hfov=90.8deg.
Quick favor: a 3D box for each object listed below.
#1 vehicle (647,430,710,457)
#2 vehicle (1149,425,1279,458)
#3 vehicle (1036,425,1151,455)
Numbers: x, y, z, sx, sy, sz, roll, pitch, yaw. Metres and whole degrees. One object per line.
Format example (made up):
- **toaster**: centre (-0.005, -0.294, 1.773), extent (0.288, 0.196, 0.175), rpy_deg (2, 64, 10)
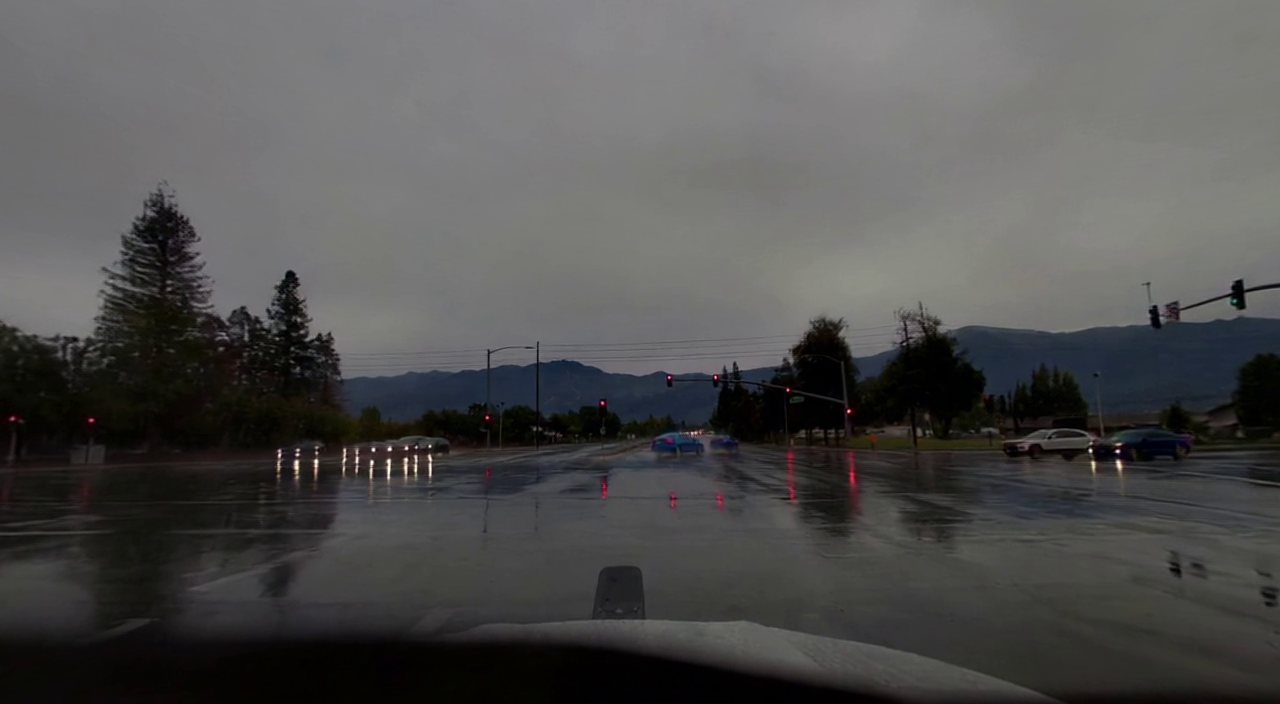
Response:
- **vehicle**: centre (2.721, 6.351, 43.672), extent (2.105, 1.735, 4.812), rpy_deg (-6, -10, 35)
- **vehicle**: centre (27.288, 4.212, 29.818), extent (4.778, 1.495, 1.959), rpy_deg (0, -8, 0)
- **vehicle**: centre (26.703, 5.226, 37.349), extent (5.100, 1.680, 2.055), rpy_deg (0, -8, 3)
